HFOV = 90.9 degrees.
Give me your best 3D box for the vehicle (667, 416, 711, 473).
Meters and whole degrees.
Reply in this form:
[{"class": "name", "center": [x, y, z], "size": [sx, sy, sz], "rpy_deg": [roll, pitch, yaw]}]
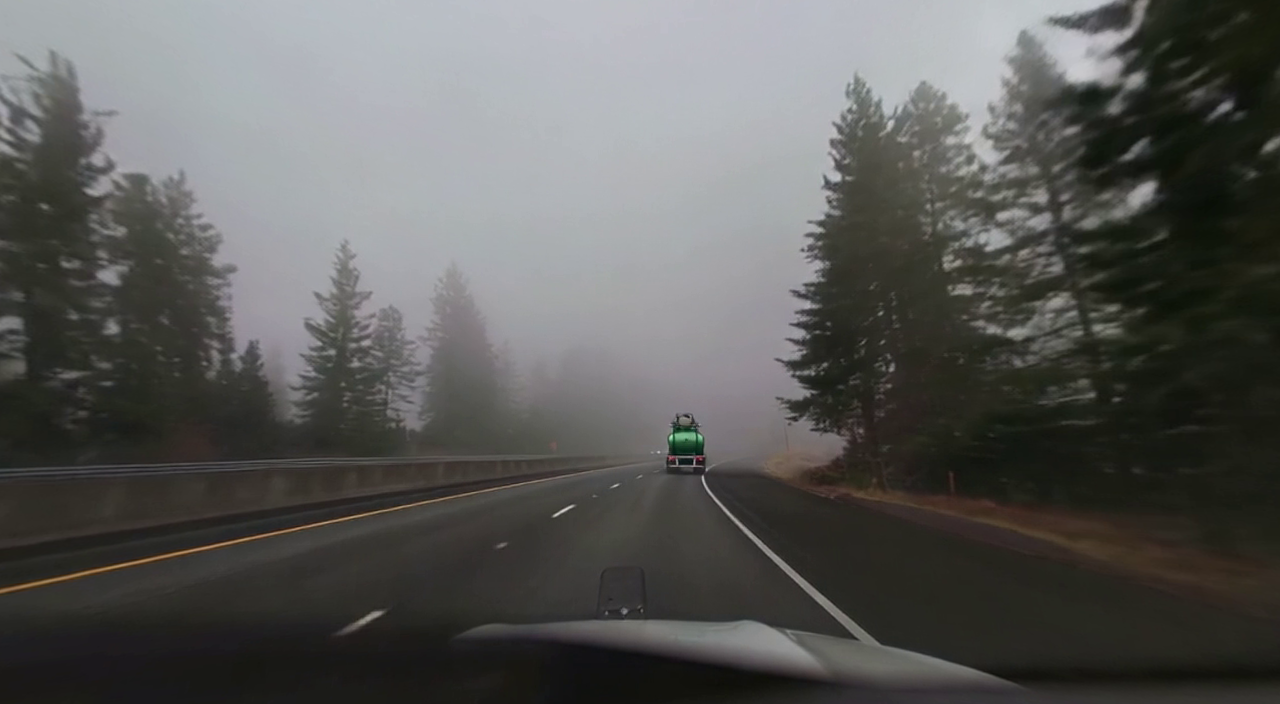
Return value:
[{"class": "vehicle", "center": [3.922, 7.193, 48.783], "size": [2.907, 3.747, 13.318], "rpy_deg": [0, -9, 5]}]
